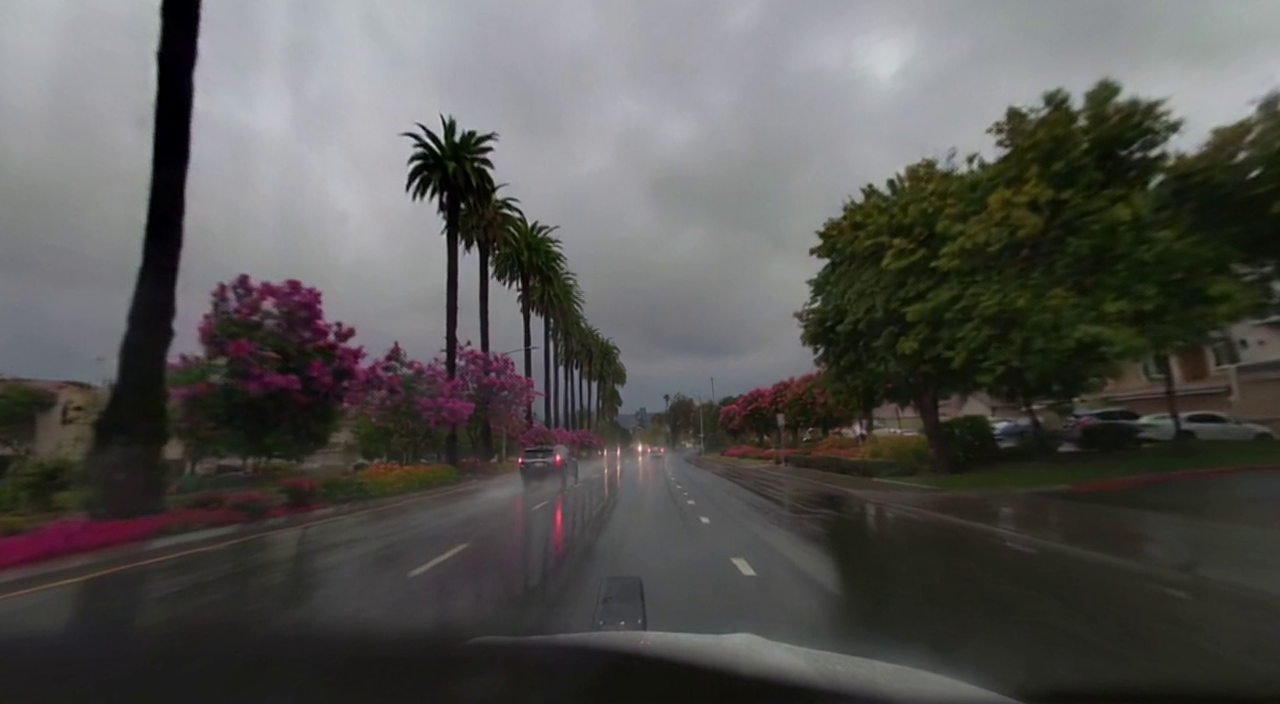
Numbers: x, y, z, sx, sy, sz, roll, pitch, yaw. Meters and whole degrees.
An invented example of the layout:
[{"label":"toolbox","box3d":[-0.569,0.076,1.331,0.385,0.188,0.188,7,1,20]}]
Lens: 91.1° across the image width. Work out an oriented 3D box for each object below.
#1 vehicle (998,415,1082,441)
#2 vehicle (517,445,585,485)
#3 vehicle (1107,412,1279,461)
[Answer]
[{"label":"vehicle","box3d":[25.191,4.824,39.642,3.956,1.565,1.886,-1,-9,4]},{"label":"vehicle","box3d":[-3.557,4.599,25.905,2.036,1.478,4.508,-1,-9,2]},{"label":"vehicle","box3d":[19.607,3.009,22.233,4.364,1.609,1.917,-2,-9,8]}]
